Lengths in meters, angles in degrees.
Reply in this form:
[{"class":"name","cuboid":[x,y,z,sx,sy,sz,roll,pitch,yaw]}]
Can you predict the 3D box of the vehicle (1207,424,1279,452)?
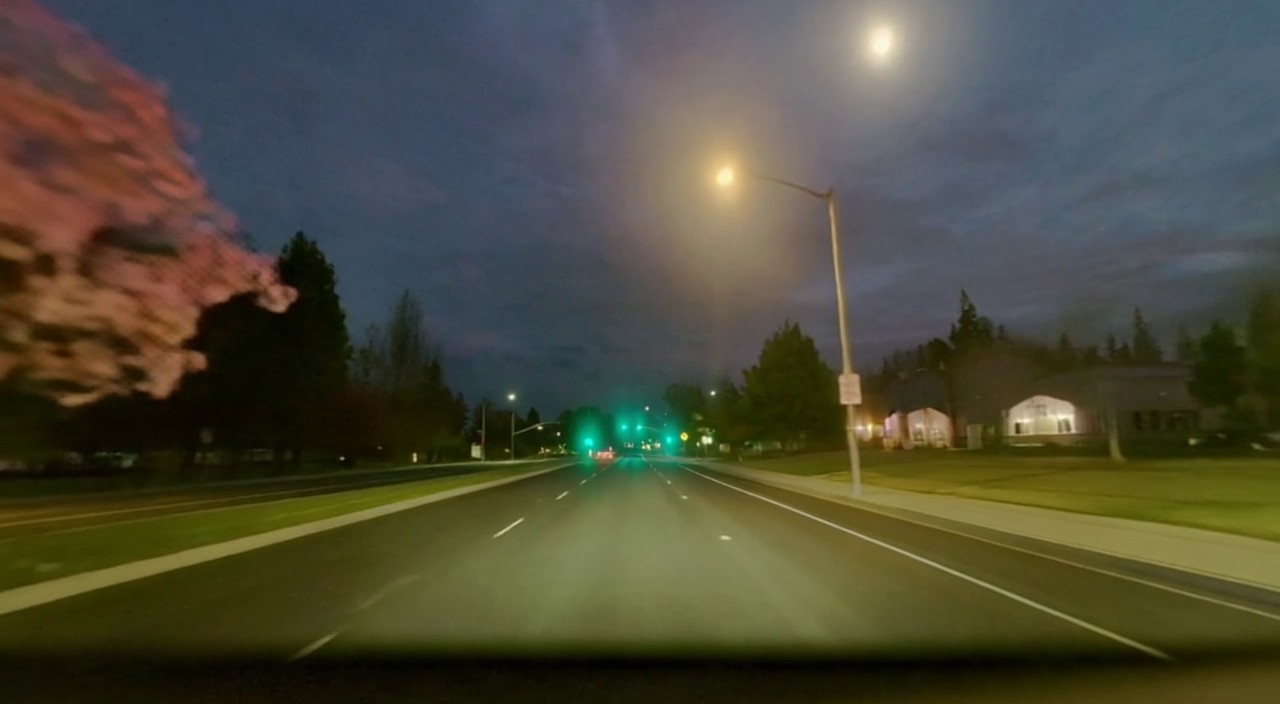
[{"class":"vehicle","cuboid":[36.476,5.079,37.278,1.830,1.515,4.462,0,-8,1]}]
